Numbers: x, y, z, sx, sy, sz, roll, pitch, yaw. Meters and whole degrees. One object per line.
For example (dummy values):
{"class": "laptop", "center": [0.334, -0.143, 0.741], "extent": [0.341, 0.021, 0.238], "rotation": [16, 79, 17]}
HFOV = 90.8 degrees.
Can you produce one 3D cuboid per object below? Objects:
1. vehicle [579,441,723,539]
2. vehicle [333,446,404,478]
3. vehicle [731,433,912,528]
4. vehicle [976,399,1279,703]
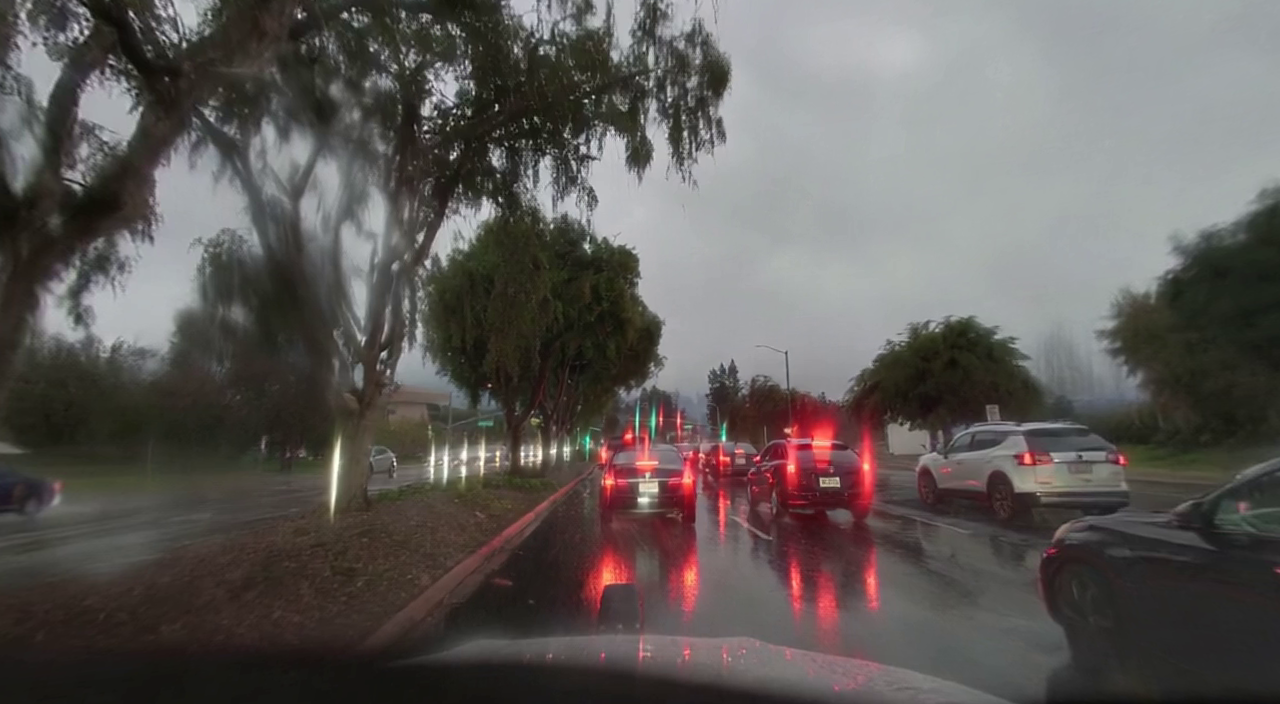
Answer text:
{"class": "vehicle", "center": [0.088, 2.225, 10.850], "extent": [1.990, 1.347, 4.067], "rotation": [0, -9, -2]}
{"class": "vehicle", "center": [-15.711, 6.355, 36.838], "extent": [2.080, 1.738, 4.686], "rotation": [0, -9, 0]}
{"class": "vehicle", "center": [3.183, 2.376, 12.362], "extent": [1.970, 1.445, 4.974], "rotation": [0, -9, -1]}
{"class": "vehicle", "center": [3.482, 0.904, 2.317], "extent": [1.959, 1.472, 4.571], "rotation": [0, -9, 0]}
